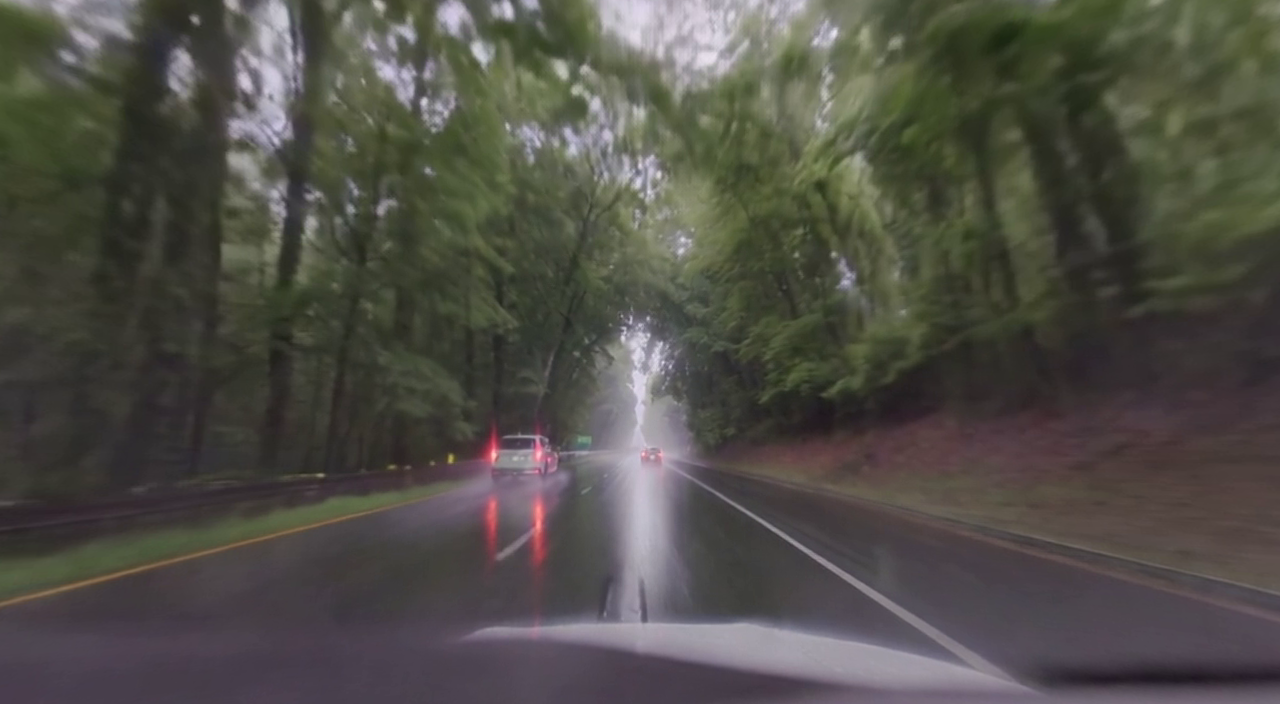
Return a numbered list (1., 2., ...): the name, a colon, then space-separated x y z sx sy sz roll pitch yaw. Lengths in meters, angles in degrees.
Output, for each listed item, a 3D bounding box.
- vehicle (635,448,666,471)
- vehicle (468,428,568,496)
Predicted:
1. vehicle: 0.707 7.464 44.008 2.046 1.452 4.407 0 -9 0
2. vehicle: -3.985 3.728 21.719 2.418 2.049 4.930 0 -9 0
